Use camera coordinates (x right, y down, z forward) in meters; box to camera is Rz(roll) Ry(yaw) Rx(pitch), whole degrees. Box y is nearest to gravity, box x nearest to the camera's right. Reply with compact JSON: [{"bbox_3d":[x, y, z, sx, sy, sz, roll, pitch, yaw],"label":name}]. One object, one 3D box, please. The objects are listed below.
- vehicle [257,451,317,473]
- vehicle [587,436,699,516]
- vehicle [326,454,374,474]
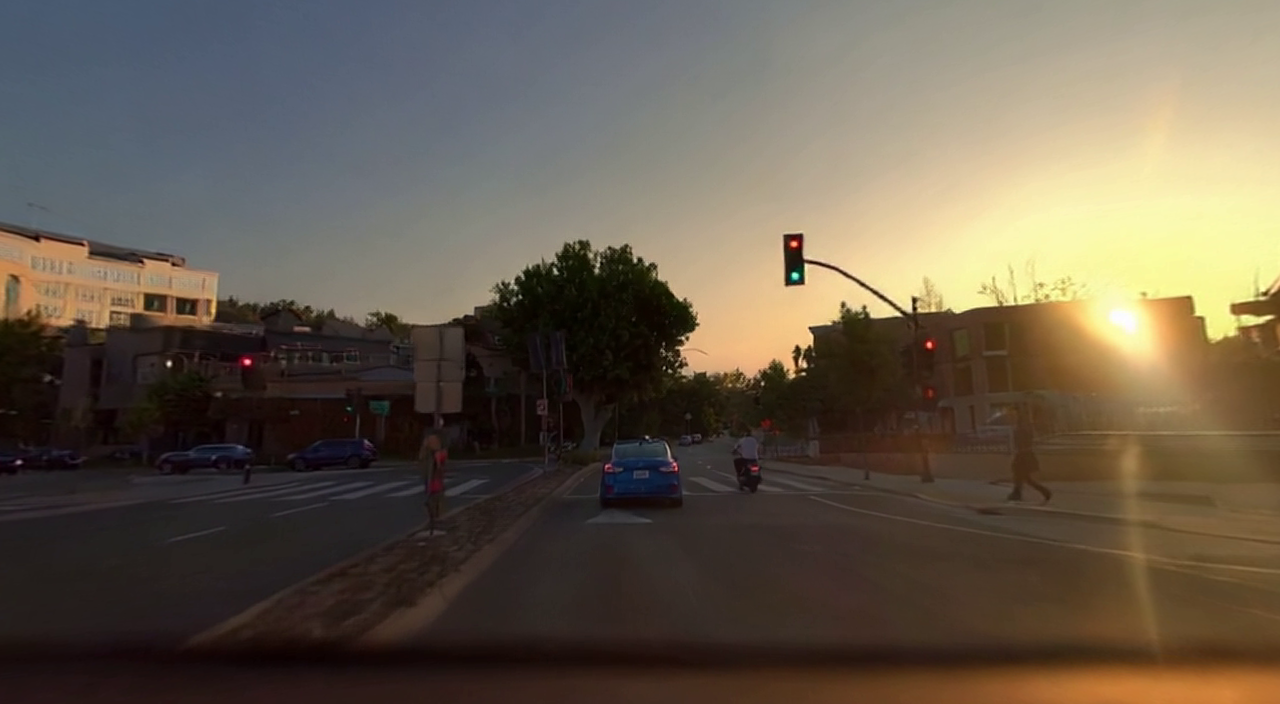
[{"bbox_3d":[-21.694,6.769,38.817,1.433,1.269,2.779,-6,-10,31],"label":"vehicle"},{"bbox_3d":[0.011,2.649,13.971,2.118,1.480,3.949,0,-8,-1],"label":"vehicle"},{"bbox_3d":[-19.556,7.536,42.532,1.259,1.181,2.744,-4,-9,25],"label":"vehicle"}]
